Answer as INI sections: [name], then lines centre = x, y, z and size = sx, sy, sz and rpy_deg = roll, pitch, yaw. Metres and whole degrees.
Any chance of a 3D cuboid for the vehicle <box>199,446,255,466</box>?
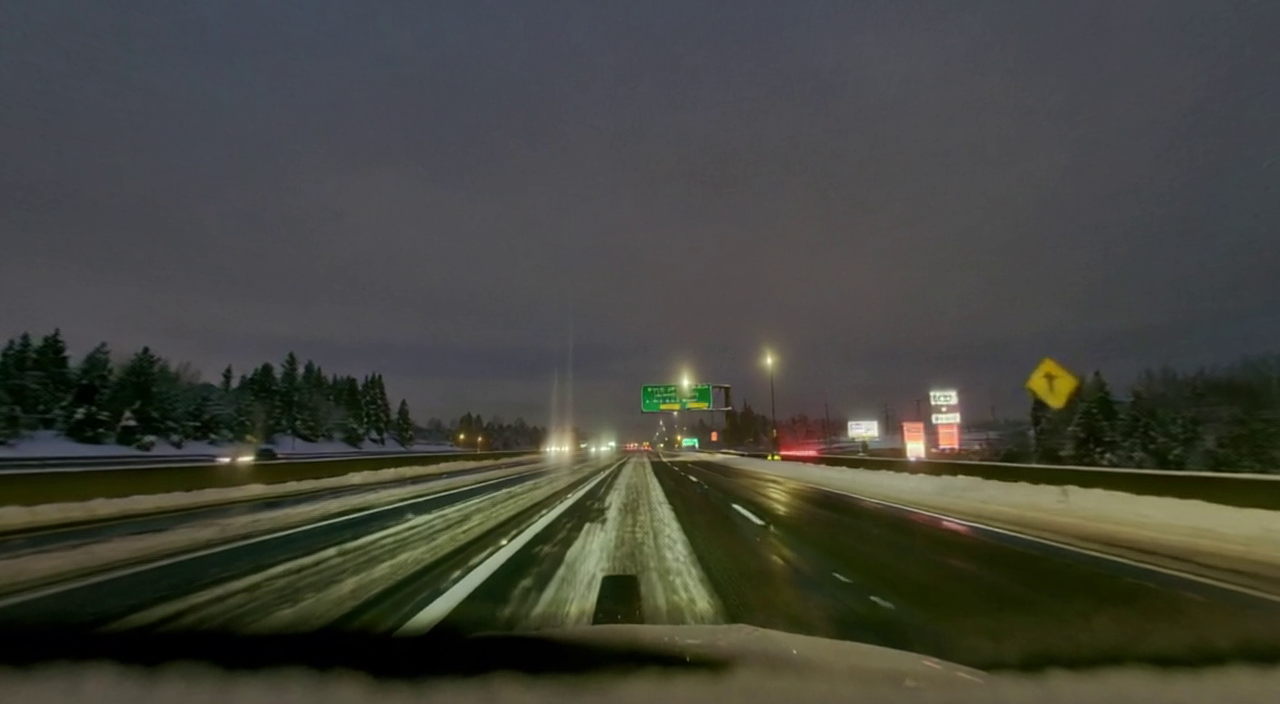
[vehicle]
centre = -32.183, 8.117, 49.432
size = 1.728, 1.454, 3.858
rpy_deg = 0, -8, 0
